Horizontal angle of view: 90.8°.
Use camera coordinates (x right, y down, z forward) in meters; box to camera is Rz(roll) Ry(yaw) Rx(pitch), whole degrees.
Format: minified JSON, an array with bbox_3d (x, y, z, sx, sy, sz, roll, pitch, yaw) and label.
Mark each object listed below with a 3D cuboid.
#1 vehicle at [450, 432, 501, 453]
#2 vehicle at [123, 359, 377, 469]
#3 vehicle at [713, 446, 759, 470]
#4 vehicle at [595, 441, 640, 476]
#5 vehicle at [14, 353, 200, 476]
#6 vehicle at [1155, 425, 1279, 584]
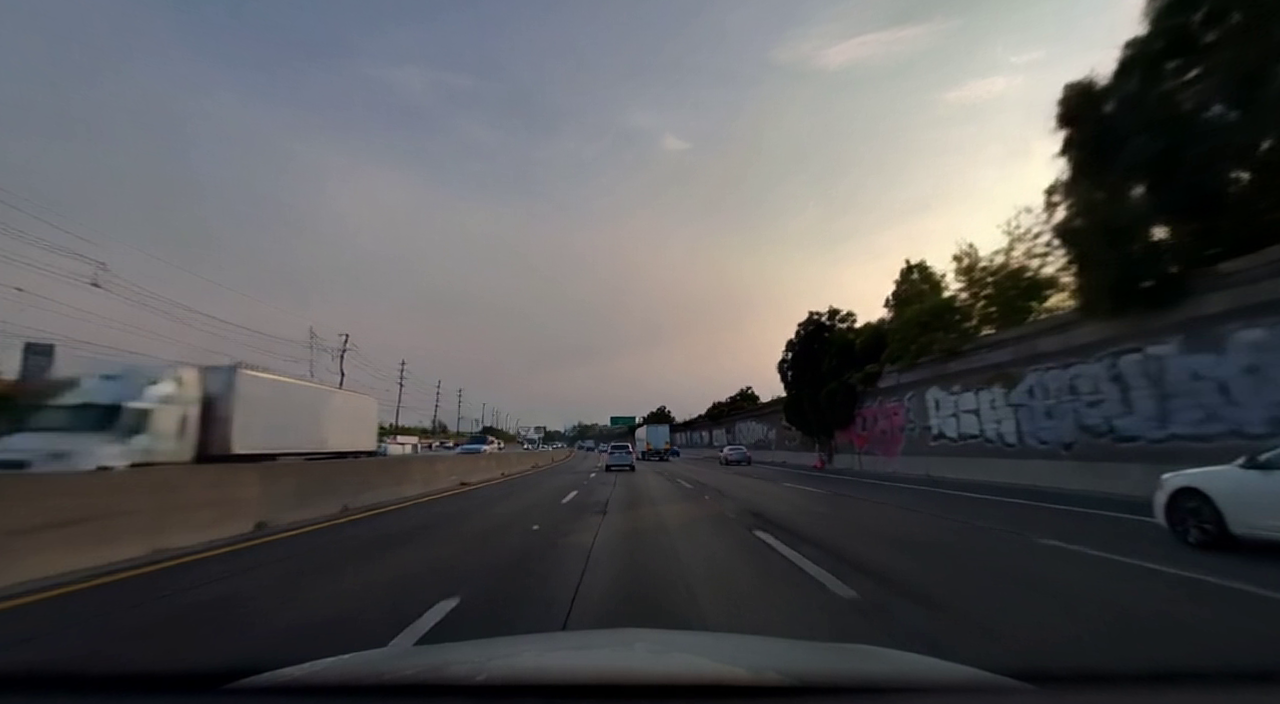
[{"bbox_3d":[-11.743,6.565,45.538,2.299,1.399,5.789,0,-9,-2],"label":"vehicle"},{"bbox_3d":[-17.631,3.500,31.279,2.874,4.017,16.235,0,-9,-2],"label":"vehicle"},{"bbox_3d":[6.275,6.998,41.917,2.018,1.451,4.762,0,-9,-4],"label":"vehicle"},{"bbox_3d":[-1.139,5.463,32.503,2.191,1.685,3.353,0,-9,-2],"label":"vehicle"},{"bbox_3d":[-17.250,2.112,20.775,2.987,3.714,3.232,0,-9,-1],"label":"vehicle"},{"bbox_3d":[7.217,1.328,5.184,2.032,1.525,4.631,0,-9,-1],"label":"vehicle"}]
